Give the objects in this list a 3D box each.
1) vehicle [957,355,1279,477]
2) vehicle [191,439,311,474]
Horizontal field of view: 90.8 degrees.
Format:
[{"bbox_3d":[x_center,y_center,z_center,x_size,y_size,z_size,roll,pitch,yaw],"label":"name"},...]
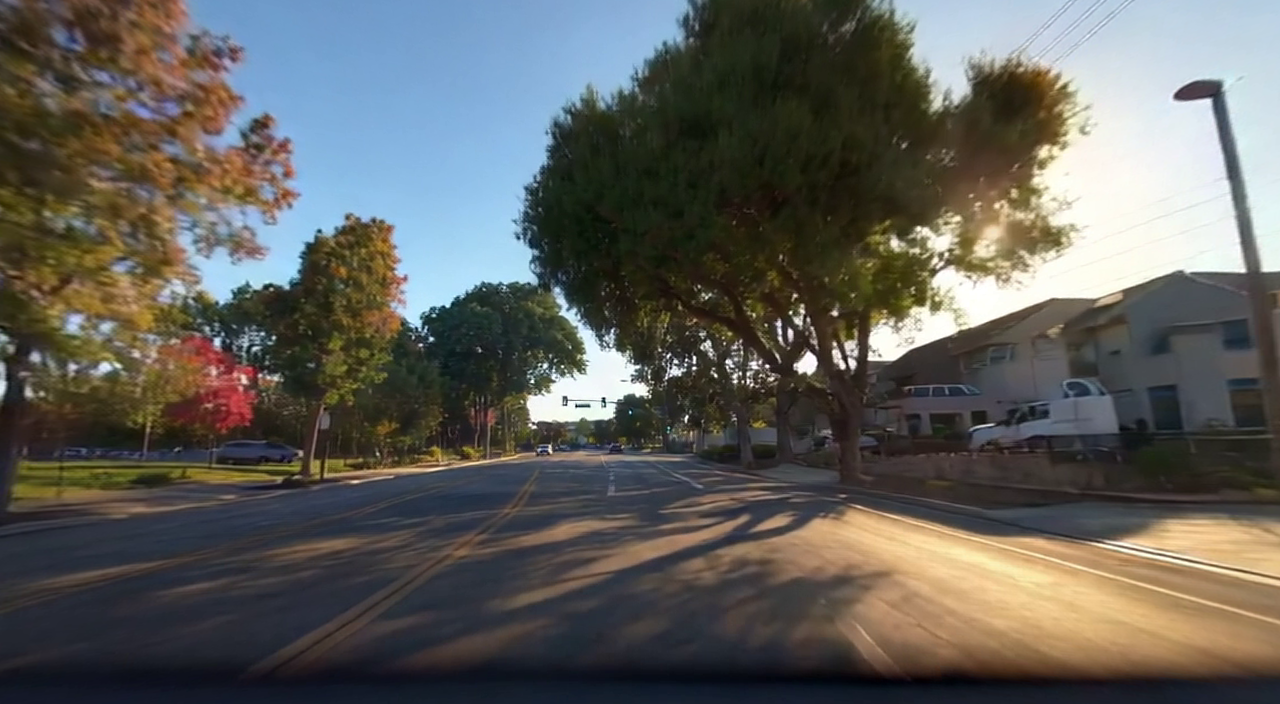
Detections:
[{"bbox_3d":[15.481,1.953,19.579,9.549,3.068,3.049,-3,-7,-3],"label":"vehicle"},{"bbox_3d":[-24.800,6.640,40.439,6.218,2.056,2.324,0,-5,1],"label":"vehicle"}]
